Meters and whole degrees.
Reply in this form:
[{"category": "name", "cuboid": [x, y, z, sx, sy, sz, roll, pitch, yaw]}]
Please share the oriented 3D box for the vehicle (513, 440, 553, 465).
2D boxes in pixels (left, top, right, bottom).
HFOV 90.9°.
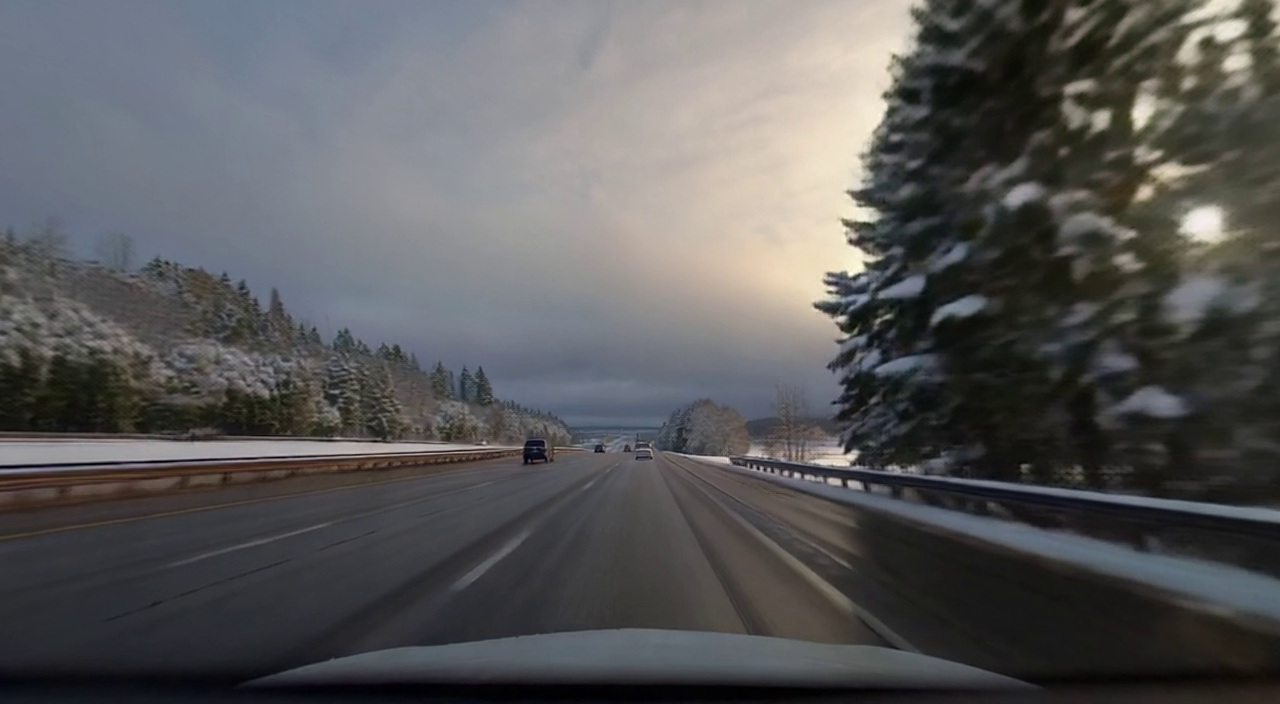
[{"category": "vehicle", "cuboid": [-7.214, 6.840, 42.870, 1.972, 1.603, 3.891, 0, -8, 1]}]
